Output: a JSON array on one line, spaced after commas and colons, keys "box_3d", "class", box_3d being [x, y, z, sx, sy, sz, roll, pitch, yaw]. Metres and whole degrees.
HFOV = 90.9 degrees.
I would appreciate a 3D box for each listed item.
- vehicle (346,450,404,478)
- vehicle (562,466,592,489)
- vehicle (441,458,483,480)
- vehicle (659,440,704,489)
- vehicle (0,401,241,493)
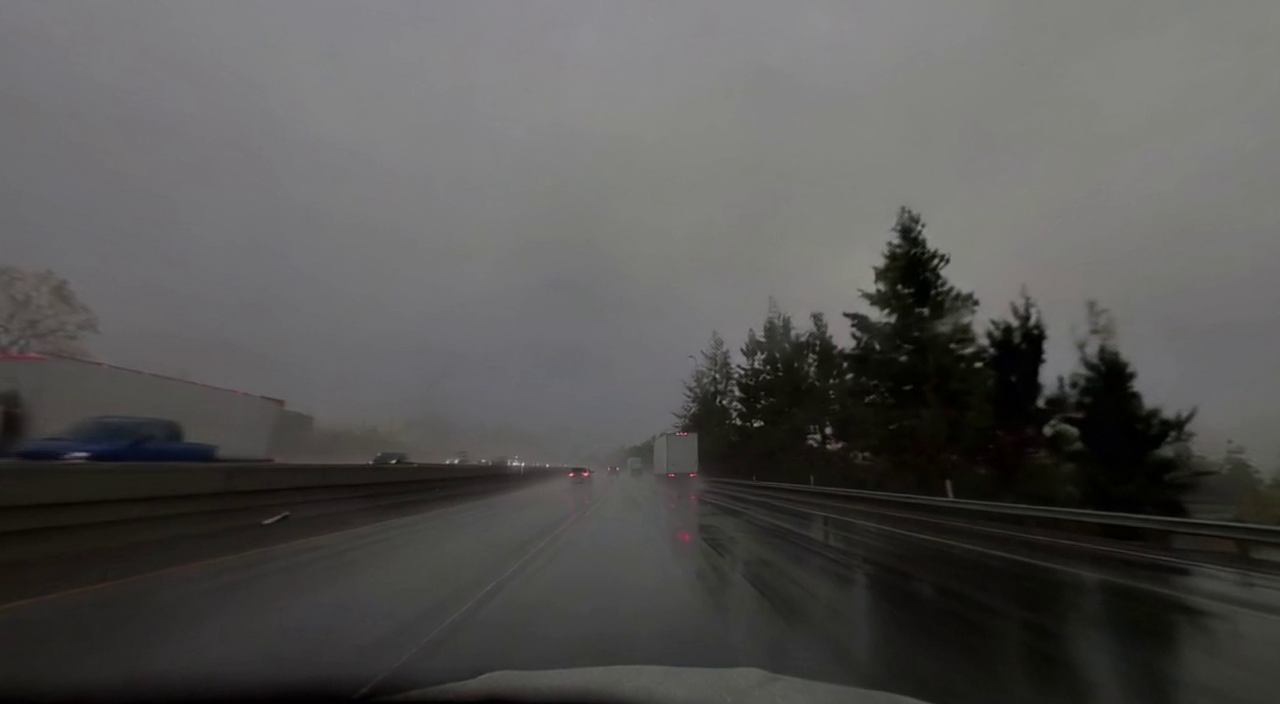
[{"box_3d": [-16.175, 6.889, 38.656, 1.854, 1.582, 3.969, 1, -11, -2], "class": "vehicle"}, {"box_3d": [-4.381, 8.823, 44.302, 1.868, 1.485, 3.770, 1, -11, -2], "class": "vehicle"}, {"box_3d": [-12.584, 8.303, 44.768, 1.850, 1.415, 4.233, 1, -11, -2], "class": "vehicle"}, {"box_3d": [3.097, 8.770, 49.172, 2.738, 3.456, 7.520, 1, -11, -2], "class": "vehicle"}, {"box_3d": [-12.030, 2.305, 14.807, 2.058, 1.786, 4.890, 1, -11, -1], "class": "vehicle"}]
